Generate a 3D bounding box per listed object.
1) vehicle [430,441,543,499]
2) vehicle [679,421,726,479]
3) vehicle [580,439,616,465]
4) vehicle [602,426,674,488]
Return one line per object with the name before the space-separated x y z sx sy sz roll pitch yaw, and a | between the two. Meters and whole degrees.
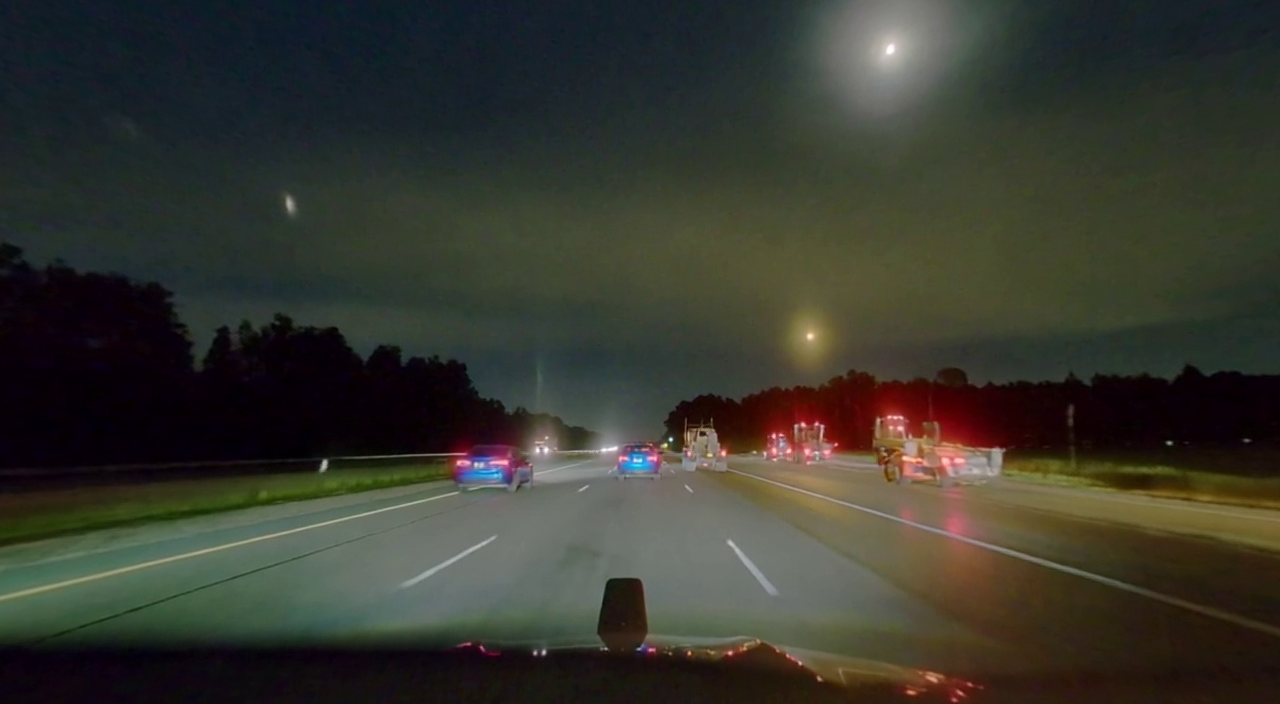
vehicle | -4.332 3.390 18.583 2.096 1.469 4.319 0 -8 2
vehicle | 4.506 7.317 47.410 2.793 3.828 9.580 0 -8 2
vehicle | -3.175 7.634 48.369 2.170 1.859 4.733 -1 -8 3
vehicle | -0.004 3.727 22.680 2.308 1.993 4.631 0 -8 2
